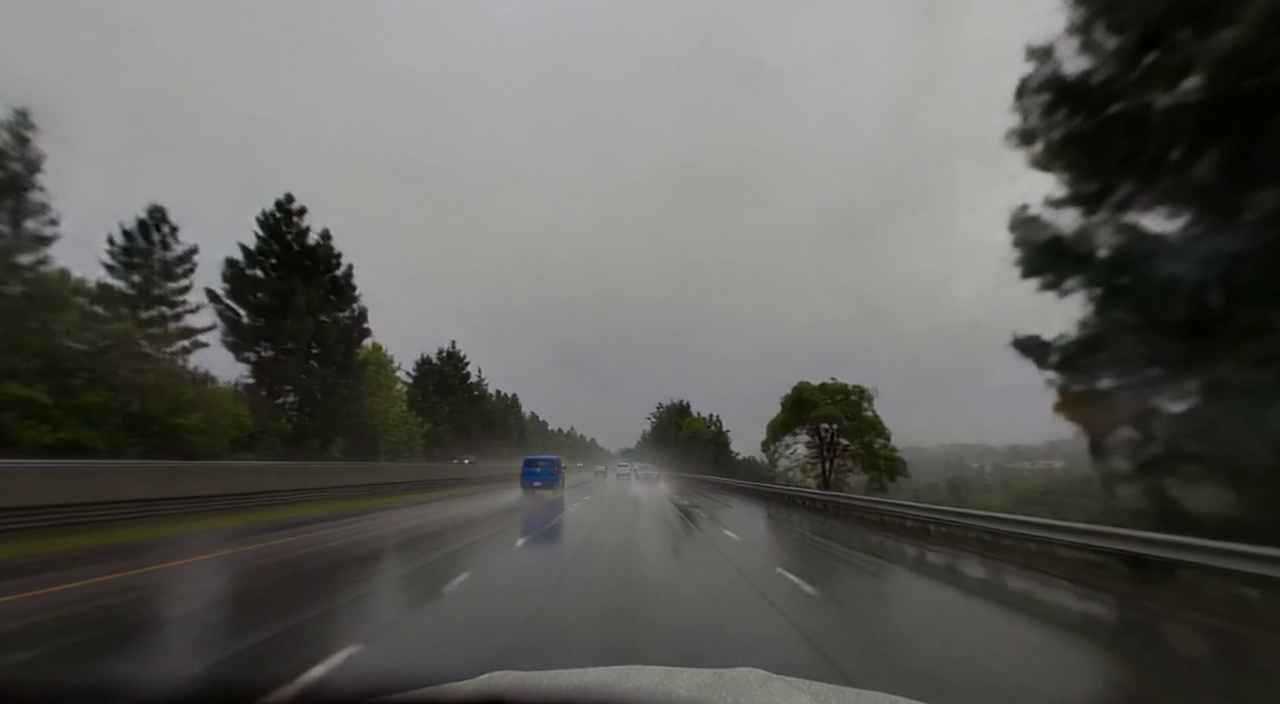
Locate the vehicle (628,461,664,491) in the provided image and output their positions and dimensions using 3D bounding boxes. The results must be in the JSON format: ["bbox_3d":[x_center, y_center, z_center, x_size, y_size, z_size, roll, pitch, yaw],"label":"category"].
[{"bbox_3d":[0.304,7.044,35.930,1.905,1.559,3.491,1,-10,-2],"label":"vehicle"}]

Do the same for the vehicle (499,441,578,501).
[{"bbox_3d":[-3.901,4.717,25.163,2.237,2.113,4.815,0,-10,1],"label":"vehicle"}]
